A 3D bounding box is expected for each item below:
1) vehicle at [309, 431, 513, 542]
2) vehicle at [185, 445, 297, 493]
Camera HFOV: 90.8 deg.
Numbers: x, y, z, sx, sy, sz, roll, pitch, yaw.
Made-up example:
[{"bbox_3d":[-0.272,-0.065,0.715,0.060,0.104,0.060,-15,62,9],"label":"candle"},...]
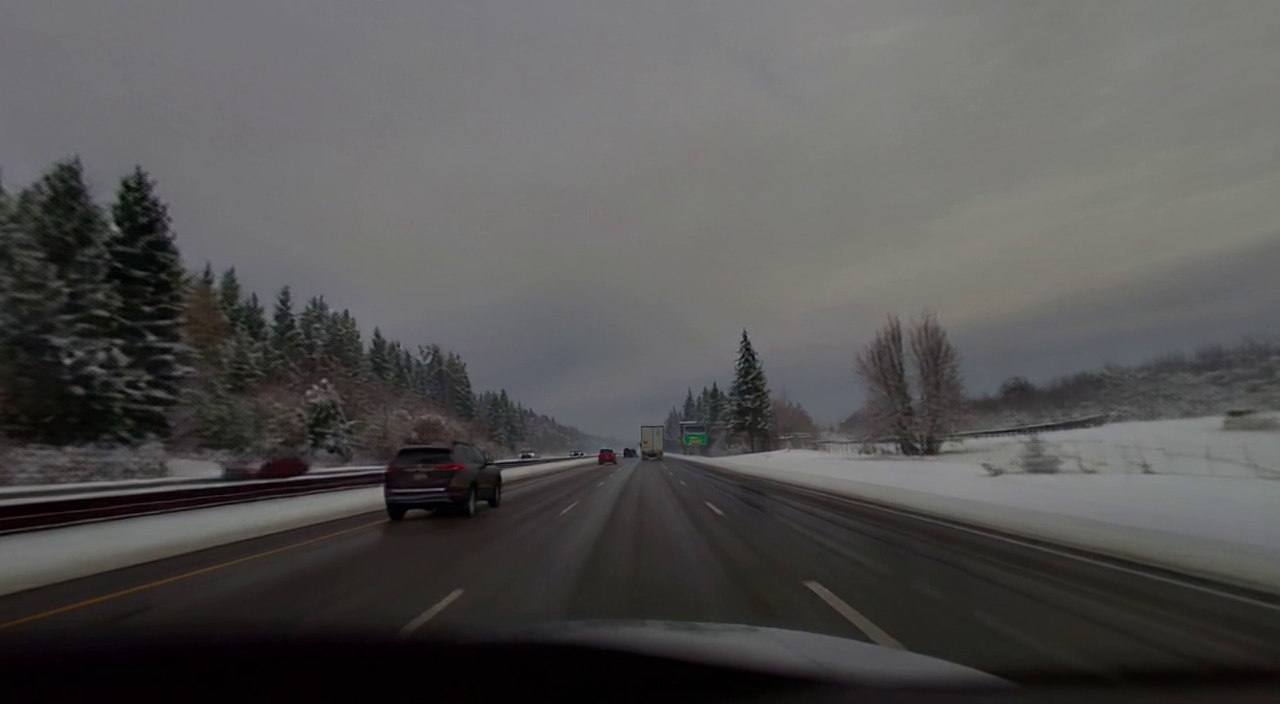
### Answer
[{"bbox_3d":[-3.811,2.317,11.478,2.057,1.618,4.212,0,-9,1],"label":"vehicle"},{"bbox_3d":[-16.285,4.780,26.033,1.871,1.782,4.055,0,-9,1],"label":"vehicle"}]
